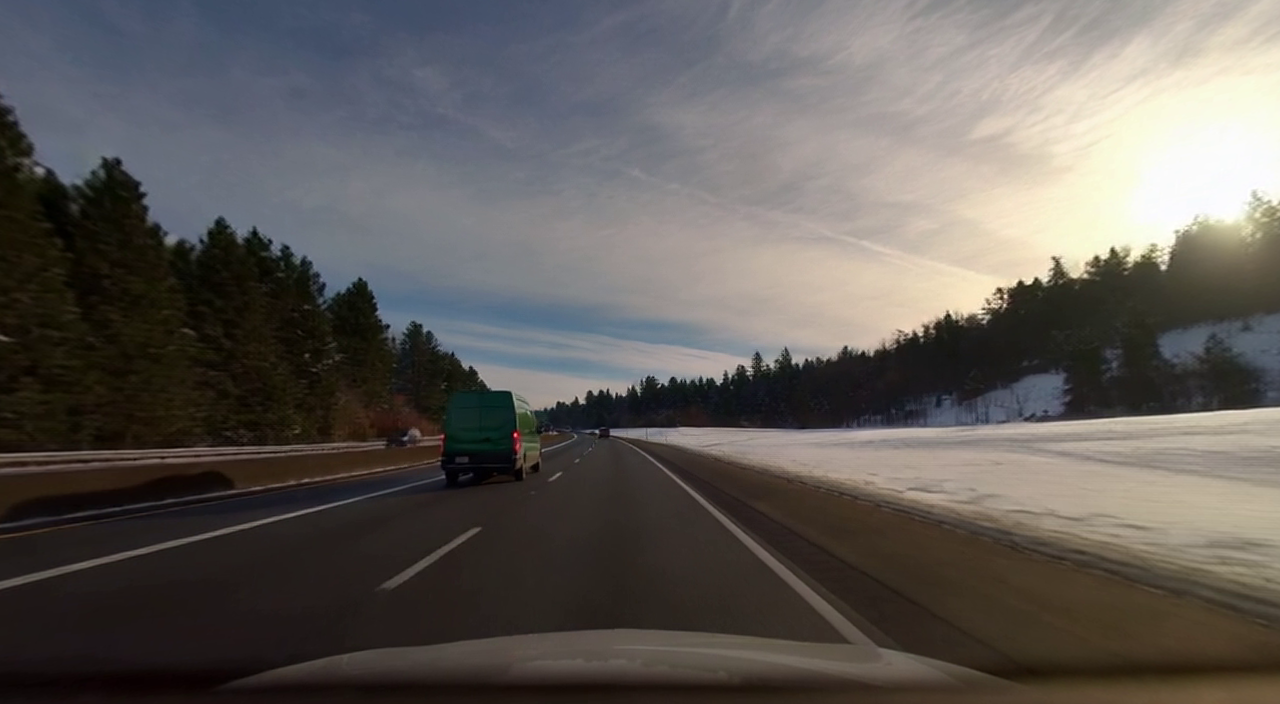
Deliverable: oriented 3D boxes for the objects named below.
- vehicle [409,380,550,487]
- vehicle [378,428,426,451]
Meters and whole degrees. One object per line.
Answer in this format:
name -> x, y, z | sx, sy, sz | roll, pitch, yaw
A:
vehicle -> -4.153, 2.275, 17.571 | 2.561, 2.509, 5.465 | 0, -8, -1
vehicle -> -16.355, 6.033, 43.426 | 1.825, 1.536, 4.043 | 0, -7, -2
